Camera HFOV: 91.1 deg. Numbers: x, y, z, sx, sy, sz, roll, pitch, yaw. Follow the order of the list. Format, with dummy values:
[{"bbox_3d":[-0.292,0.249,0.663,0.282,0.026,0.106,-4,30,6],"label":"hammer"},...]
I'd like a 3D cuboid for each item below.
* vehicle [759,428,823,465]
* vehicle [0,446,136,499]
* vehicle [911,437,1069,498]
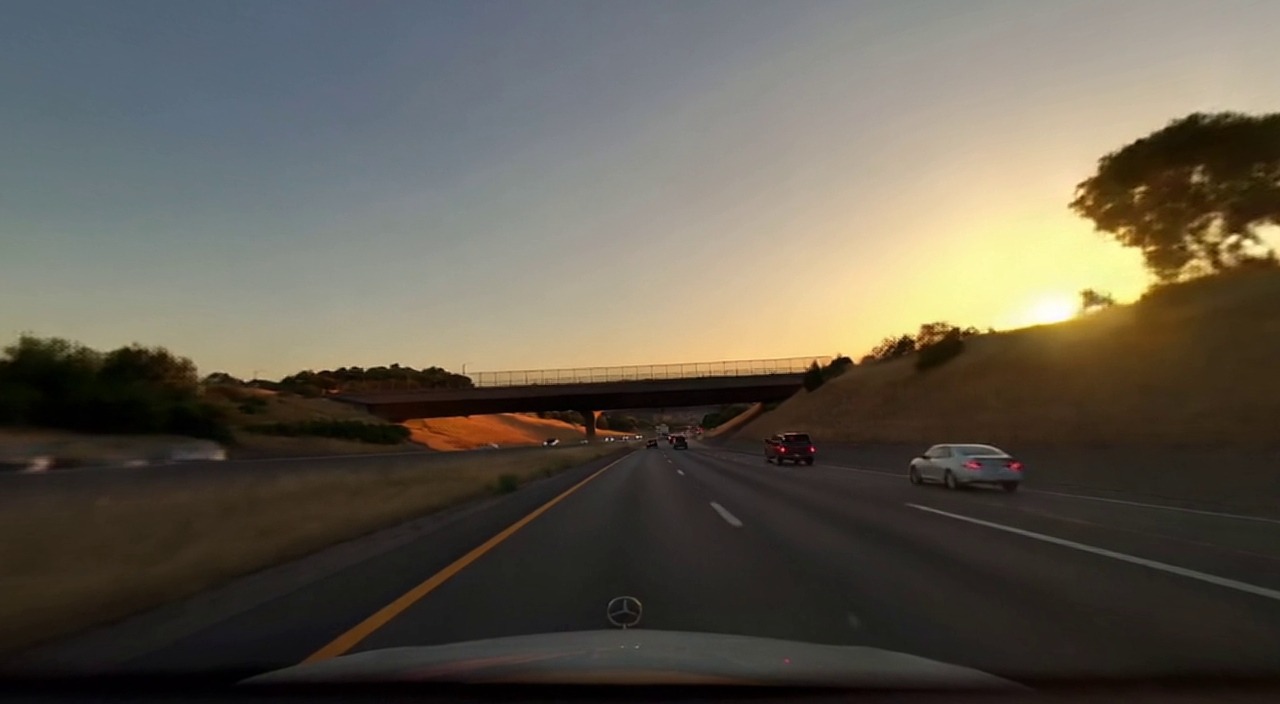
[{"bbox_3d":[8.936,5.670,37.698,2.362,2.037,5.409,0,-8,-1],"label":"vehicle"},{"bbox_3d":[-21.122,4.262,22.661,1.988,1.665,4.631,0,-8,0],"label":"vehicle"},{"bbox_3d":[9.515,3.139,17.508,1.927,1.472,4.076,0,-8,-2],"label":"vehicle"}]
